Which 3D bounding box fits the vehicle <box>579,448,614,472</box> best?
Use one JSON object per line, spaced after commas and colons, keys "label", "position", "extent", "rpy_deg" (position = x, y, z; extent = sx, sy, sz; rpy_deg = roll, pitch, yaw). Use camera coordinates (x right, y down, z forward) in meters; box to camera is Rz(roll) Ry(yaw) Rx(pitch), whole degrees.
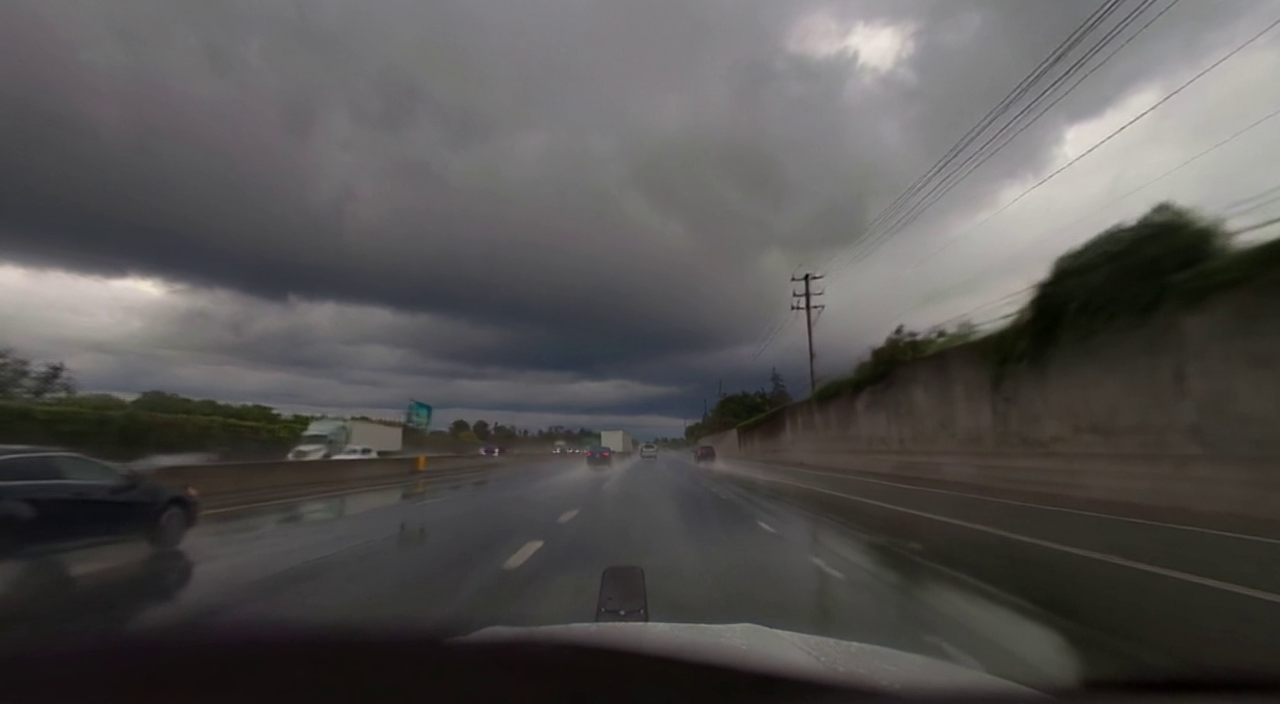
{"label": "vehicle", "position": [-2.808, 7.085, 41.529], "extent": [2.004, 1.498, 4.043], "rpy_deg": [0, -9, 1]}

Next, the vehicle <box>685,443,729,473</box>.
{"label": "vehicle", "position": [4.257, 6.819, 40.675], "extent": [2.214, 1.799, 4.627], "rpy_deg": [0, -9, -1]}

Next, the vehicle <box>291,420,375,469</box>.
{"label": "vehicle", "position": [-22.456, 6.831, 46.451], "extent": [3.013, 3.352, 5.902], "rpy_deg": [0, -9, 1]}

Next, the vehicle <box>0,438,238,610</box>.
{"label": "vehicle", "position": [-6.518, 1.549, 5.906], "extent": [2.127, 1.446, 5.008], "rpy_deg": [0, -9, 1]}
